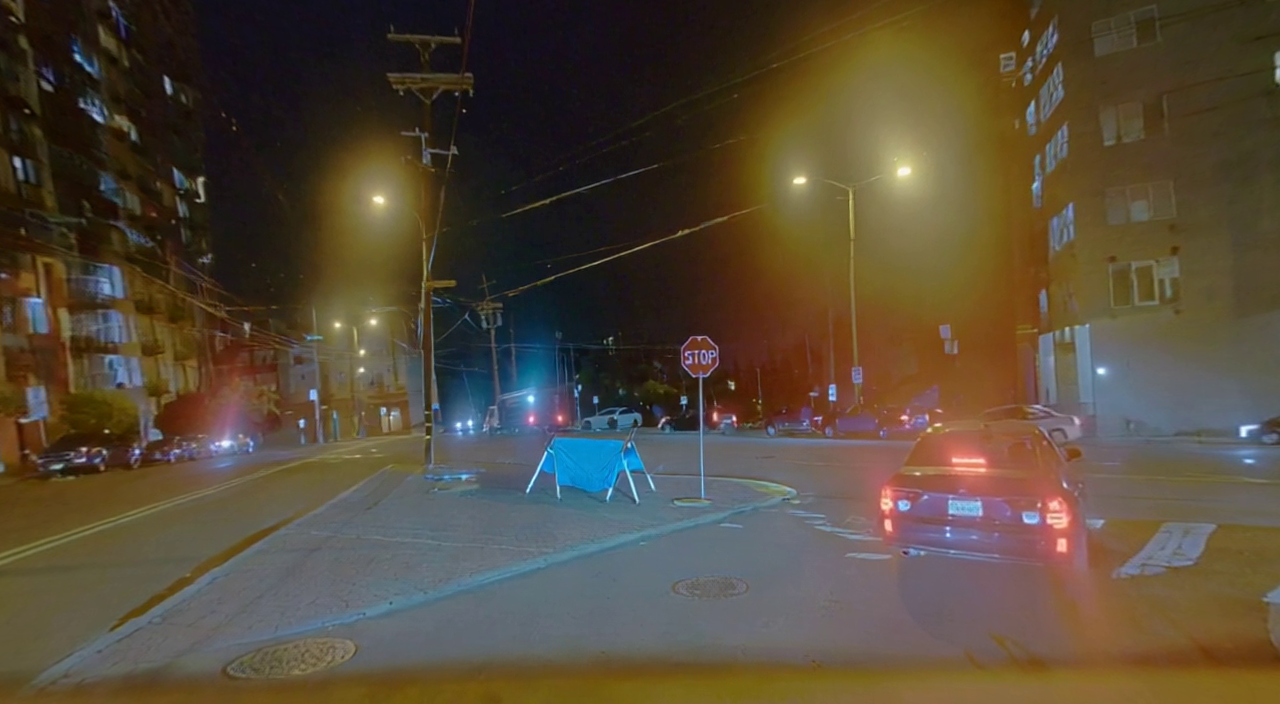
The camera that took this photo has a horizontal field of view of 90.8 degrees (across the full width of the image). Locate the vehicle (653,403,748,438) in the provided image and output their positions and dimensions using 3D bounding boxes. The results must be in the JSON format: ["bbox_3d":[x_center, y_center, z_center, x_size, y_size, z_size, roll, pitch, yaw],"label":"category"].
[{"bbox_3d":[2.853,3.382,30.646,4.363,1.511,1.838,-8,-12,43],"label":"vehicle"}]

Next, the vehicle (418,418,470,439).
[{"bbox_3d":[-15.353,6.016,49.366,2.089,1.506,4.641,7,-11,-41],"label":"vehicle"}]

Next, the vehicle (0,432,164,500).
[{"bbox_3d":[-17.194,3.492,19.874,2.054,1.800,5.212,3,-9,-20],"label":"vehicle"}]

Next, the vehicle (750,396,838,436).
[{"bbox_3d":[8.240,3.509,34.087,1.805,1.694,4.214,13,-17,-43],"label":"vehicle"}]

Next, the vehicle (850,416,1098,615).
[{"bbox_3d":[4.152,1.696,7.600,1.945,1.647,4.160,-6,-10,34],"label":"vehicle"}]

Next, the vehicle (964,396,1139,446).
[{"bbox_3d":[13.683,2.393,21.193,4.569,1.487,1.999,-8,-11,41],"label":"vehicle"}]

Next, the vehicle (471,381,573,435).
[{"bbox_3d":[-7.692,3.733,40.700,7.172,3.075,2.584,-7,-10,41],"label":"vehicle"}]

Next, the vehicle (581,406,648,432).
[{"bbox_3d":[-1.673,4.271,39.790,1.790,1.468,4.422,8,-12,-42],"label":"vehicle"}]
